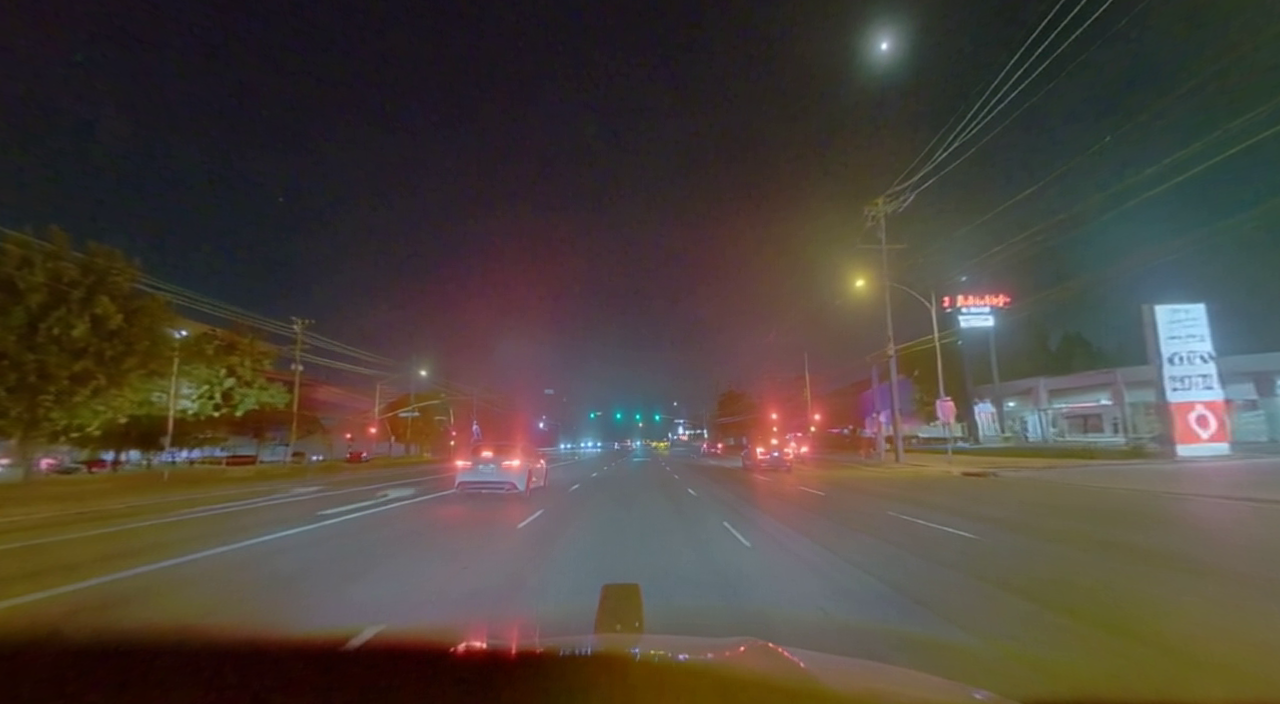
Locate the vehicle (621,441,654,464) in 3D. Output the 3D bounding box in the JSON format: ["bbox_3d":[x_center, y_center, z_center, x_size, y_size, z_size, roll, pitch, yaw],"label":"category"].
[{"bbox_3d":[-0.179,6.769,42.554,2.098,1.431,3.958,0,-8,-1],"label":"vehicle"}]

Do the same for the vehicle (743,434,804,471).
[{"bbox_3d":[6.539,4.986,31.416,1.945,1.706,4.190,0,-8,-2],"label":"vehicle"}]

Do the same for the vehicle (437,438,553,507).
[{"bbox_3d":[-3.386,2.890,15.657,1.837,1.463,4.311,0,-8,0],"label":"vehicle"}]
